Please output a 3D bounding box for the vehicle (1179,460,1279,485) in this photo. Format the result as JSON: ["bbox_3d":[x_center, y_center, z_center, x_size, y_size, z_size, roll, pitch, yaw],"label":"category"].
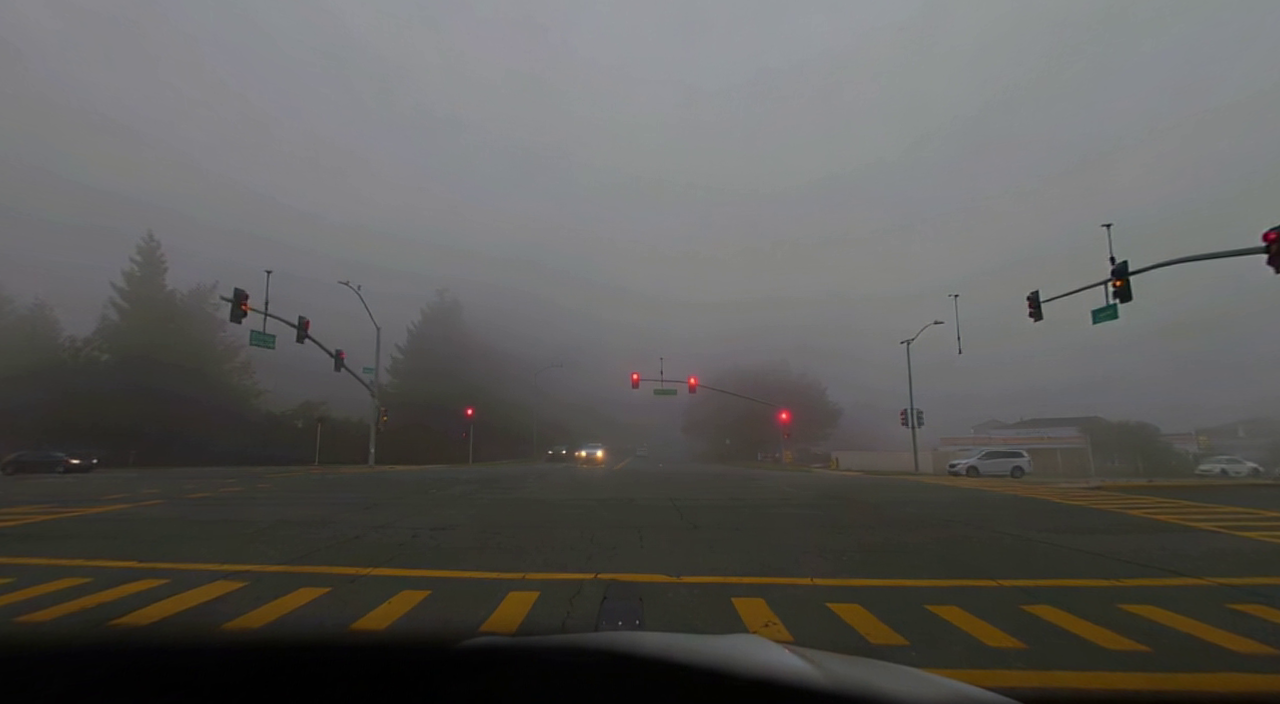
[{"bbox_3d":[36.201,7.314,38.305,4.976,1.428,1.929,0,-8,-2],"label":"vehicle"}]

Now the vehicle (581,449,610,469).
[{"bbox_3d":[-3.459,8.354,49.205,1.908,1.441,4.142,0,-8,1],"label":"vehicle"}]

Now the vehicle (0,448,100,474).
[{"bbox_3d":[-35.147,6.415,37.181,4.741,1.447,1.807,0,-9,0],"label":"vehicle"}]

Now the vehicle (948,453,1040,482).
[{"bbox_3d":[21.088,6.877,37.592,4.447,1.623,1.801,0,-9,-3],"label":"vehicle"}]
